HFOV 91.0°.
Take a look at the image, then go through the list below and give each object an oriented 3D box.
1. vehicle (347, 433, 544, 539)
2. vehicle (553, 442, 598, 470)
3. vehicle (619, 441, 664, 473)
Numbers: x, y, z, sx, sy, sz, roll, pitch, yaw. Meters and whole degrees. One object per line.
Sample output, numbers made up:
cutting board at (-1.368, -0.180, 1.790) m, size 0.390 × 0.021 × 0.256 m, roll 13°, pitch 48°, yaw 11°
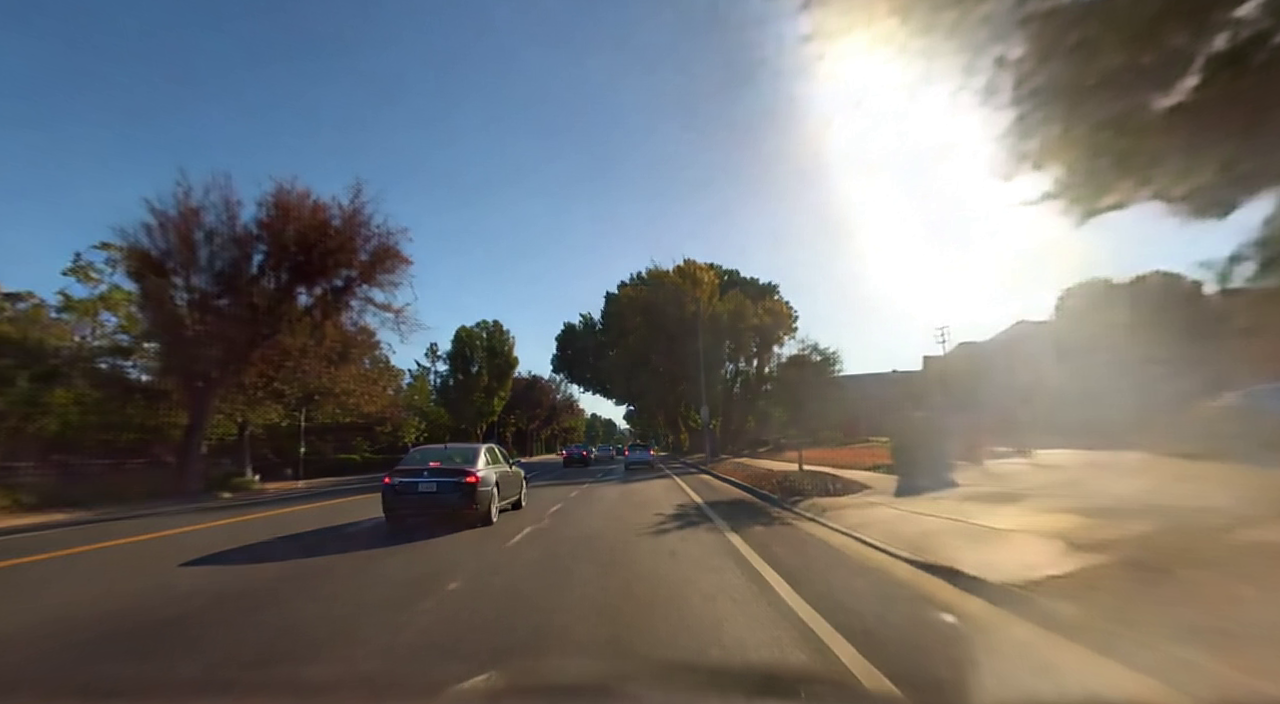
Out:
vehicle at (-3.079, 2.226, 11.114) m, size 2.030 × 1.467 × 4.403 m, roll 0°, pitch -9°, yaw 1°
vehicle at (-3.617, 5.886, 35.831) m, size 2.114 × 1.500 × 3.912 m, roll 0°, pitch -9°, yaw 0°
vehicle at (0.052, 5.096, 30.723) m, size 2.065 × 1.456 × 4.099 m, roll 0°, pitch -9°, yaw 0°
